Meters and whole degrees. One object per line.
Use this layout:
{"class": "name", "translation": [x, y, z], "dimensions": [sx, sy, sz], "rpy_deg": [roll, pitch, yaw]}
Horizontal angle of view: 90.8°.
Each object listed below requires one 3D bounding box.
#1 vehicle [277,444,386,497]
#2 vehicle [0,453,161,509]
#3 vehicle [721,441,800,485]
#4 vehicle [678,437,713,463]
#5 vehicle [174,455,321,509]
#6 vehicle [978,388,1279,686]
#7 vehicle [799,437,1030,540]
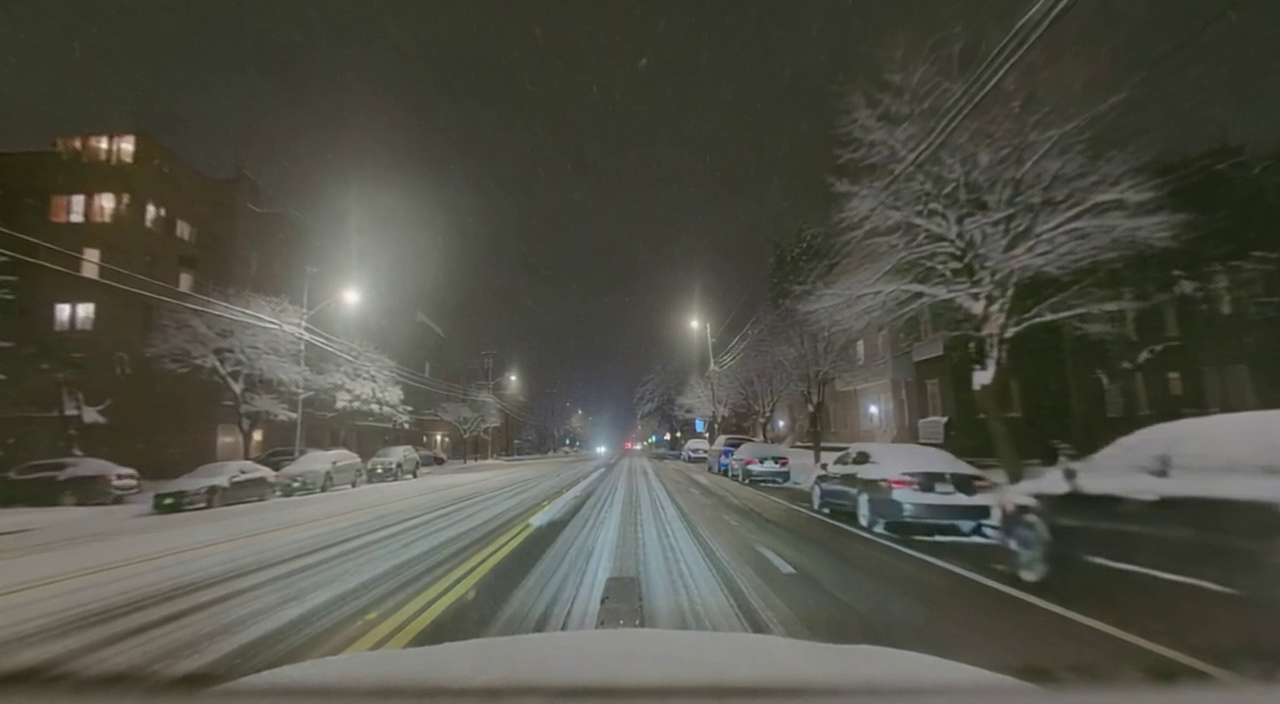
{"class": "vehicle", "translation": [-12.770, 4.887, 26.662], "dimensions": [2.149, 1.865, 5.247], "rpy_deg": [-3, -8, -2]}
{"class": "vehicle", "translation": [-17.380, 3.808, 18.811], "dimensions": [4.661, 1.523, 1.841], "rpy_deg": [0, -8, 0]}
{"class": "vehicle", "translation": [4.467, 4.186, 24.170], "dimensions": [1.923, 1.493, 4.628], "rpy_deg": [0, -8, -2]}
{"class": "vehicle", "translation": [4.210, 7.584, 49.011], "dimensions": [2.052, 1.859, 4.778], "rpy_deg": [0, -8, -3]}
{"class": "vehicle", "translation": [-12.751, 4.205, 20.968], "dimensions": [1.954, 1.491, 4.633], "rpy_deg": [0, -8, -1]}
{"class": "vehicle", "translation": [4.698, 1.205, 4.540], "dimensions": [1.927, 1.718, 4.679], "rpy_deg": [0, -8, 0]}
{"class": "vehicle", "translation": [4.660, 2.363, 11.708], "dimensions": [2.024, 1.491, 4.647], "rpy_deg": [0, -8, -2]}
